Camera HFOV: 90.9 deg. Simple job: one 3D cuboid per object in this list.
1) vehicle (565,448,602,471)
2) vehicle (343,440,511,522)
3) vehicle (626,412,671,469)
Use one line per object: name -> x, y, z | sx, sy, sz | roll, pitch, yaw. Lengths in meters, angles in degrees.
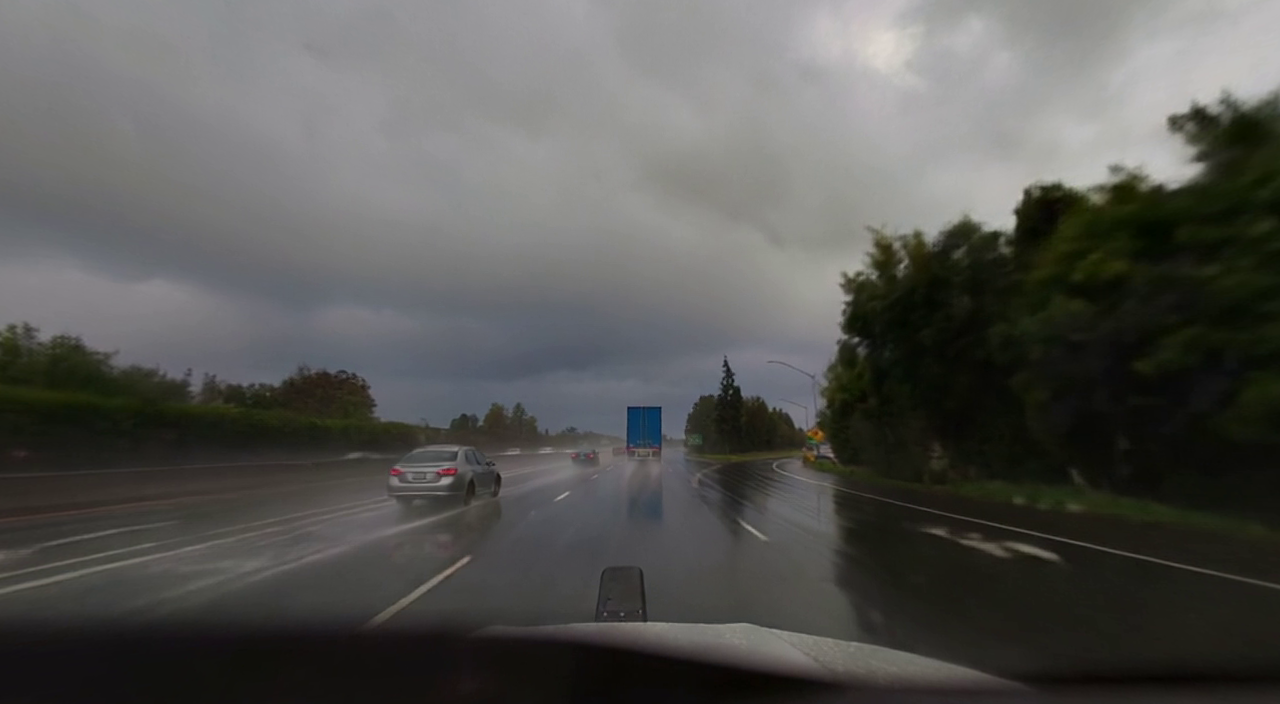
vehicle -> -3.669, 7.044, 41.583 | 1.981, 1.435, 4.199 | 0, -9, 1
vehicle -> -4.280, 2.660, 13.536 | 2.010, 1.461, 4.391 | 0, -9, 1
vehicle -> 0.599, 6.406, 44.978 | 2.893, 3.628, 9.081 | 0, -9, 1
